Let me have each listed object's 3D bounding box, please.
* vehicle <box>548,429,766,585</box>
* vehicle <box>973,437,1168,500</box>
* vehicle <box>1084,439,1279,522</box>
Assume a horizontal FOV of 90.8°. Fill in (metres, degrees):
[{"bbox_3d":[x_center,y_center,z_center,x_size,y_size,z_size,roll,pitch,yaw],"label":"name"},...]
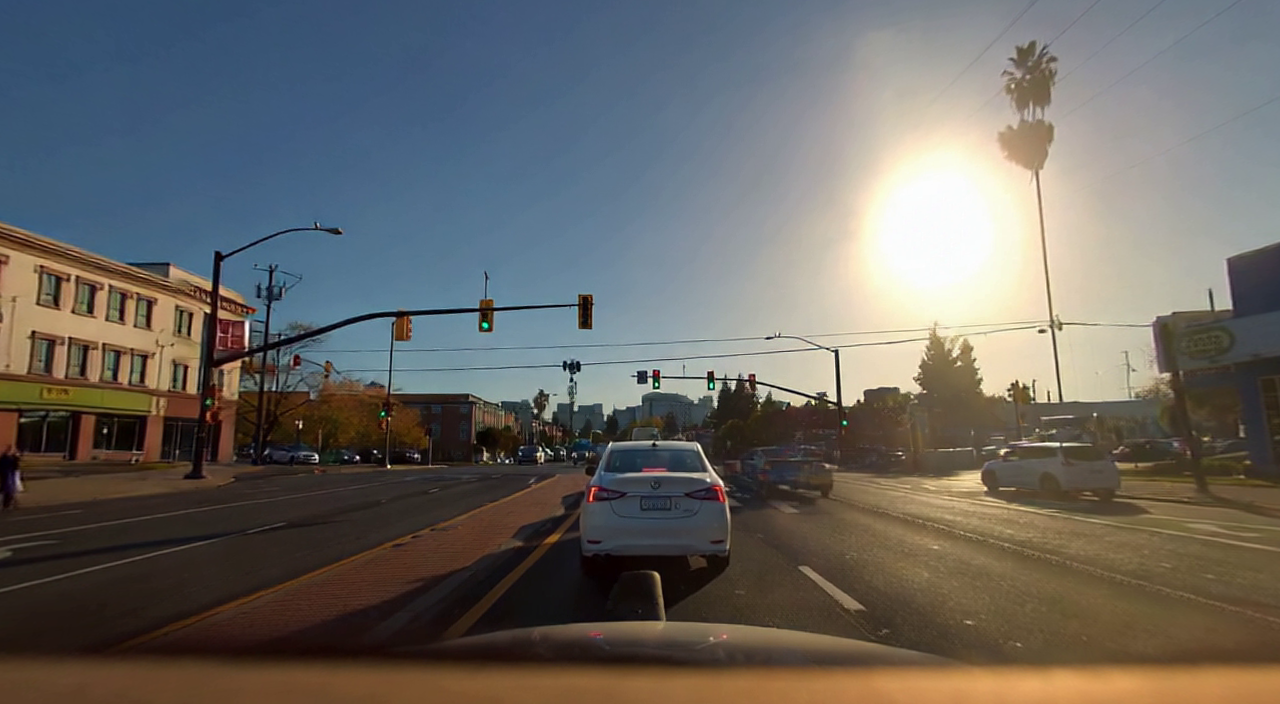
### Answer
[{"bbox_3d":[0.134,1.807,8.204,2.067,1.471,4.241,0,-9,-1],"label":"vehicle"},{"bbox_3d":[14.067,3.831,21.315,2.309,1.819,5.793,0,-9,-3],"label":"vehicle"},{"bbox_3d":[14.178,3.109,15.916,2.235,1.721,5.230,0,-9,1],"label":"vehicle"}]
